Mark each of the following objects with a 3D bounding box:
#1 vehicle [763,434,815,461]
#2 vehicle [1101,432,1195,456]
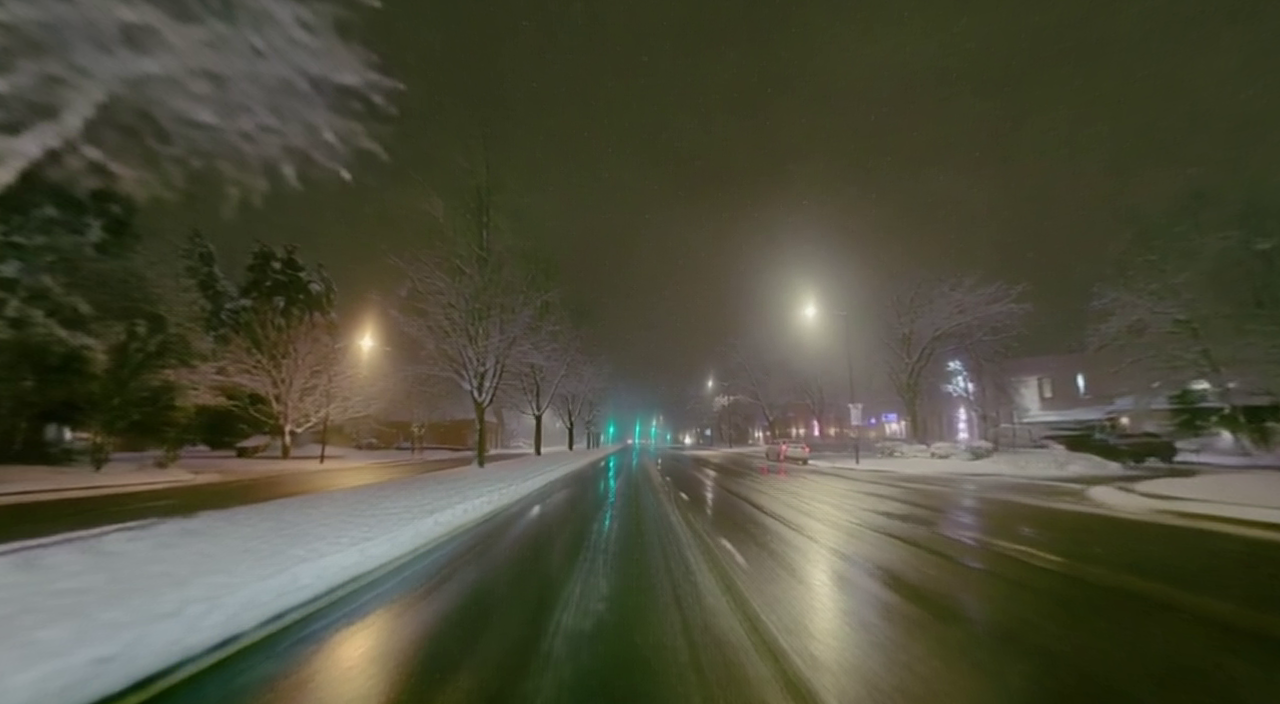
[{"bbox_3d":[9.343,6.055,40.025,1.981,1.557,4.456,0,-8,-3],"label":"vehicle"},{"bbox_3d":[31.744,5.763,39.566,4.064,1.457,1.999,0,-9,3],"label":"vehicle"}]
